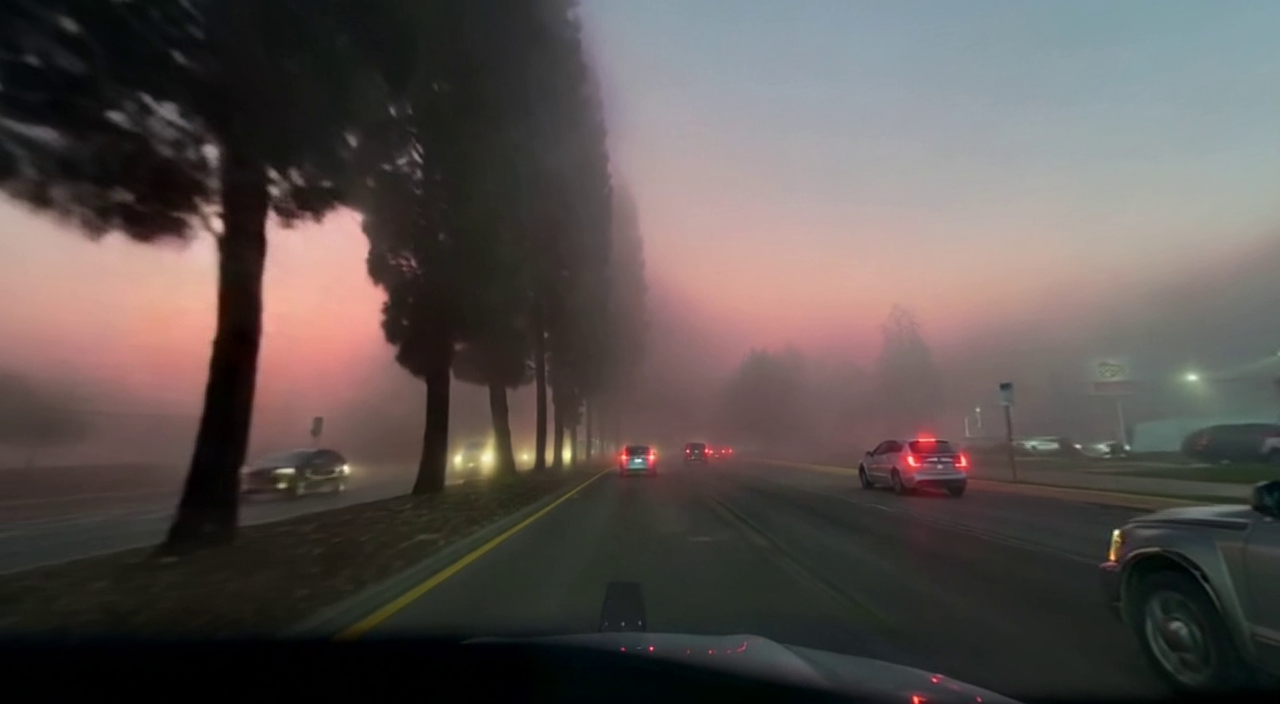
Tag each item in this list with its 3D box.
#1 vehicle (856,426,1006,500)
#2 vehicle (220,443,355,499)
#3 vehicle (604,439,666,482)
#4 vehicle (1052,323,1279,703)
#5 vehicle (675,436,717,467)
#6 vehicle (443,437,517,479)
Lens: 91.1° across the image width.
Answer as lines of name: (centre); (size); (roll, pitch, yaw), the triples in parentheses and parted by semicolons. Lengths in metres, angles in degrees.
vehicle: (7.866, 3.044, 17.573); (2.090, 1.768, 4.407); (0, -9, 0)
vehicle: (-12.102, 4.070, 21.966); (2.021, 1.712, 4.469); (0, -9, 1)
vehicle: (-0.144, 4.375, 25.564); (2.315, 1.563, 4.080); (0, -9, 1)
vehicle: (3.493, 0.623, 1.398); (2.090, 1.763, 4.560); (0, -9, 1)
vehicle: (4.130, 7.485, 47.387); (2.716, 2.131, 5.766); (0, -9, 1)
vehicle: (-7.961, 5.317, 31.872); (2.262, 1.920, 5.604); (0, -9, 0)
